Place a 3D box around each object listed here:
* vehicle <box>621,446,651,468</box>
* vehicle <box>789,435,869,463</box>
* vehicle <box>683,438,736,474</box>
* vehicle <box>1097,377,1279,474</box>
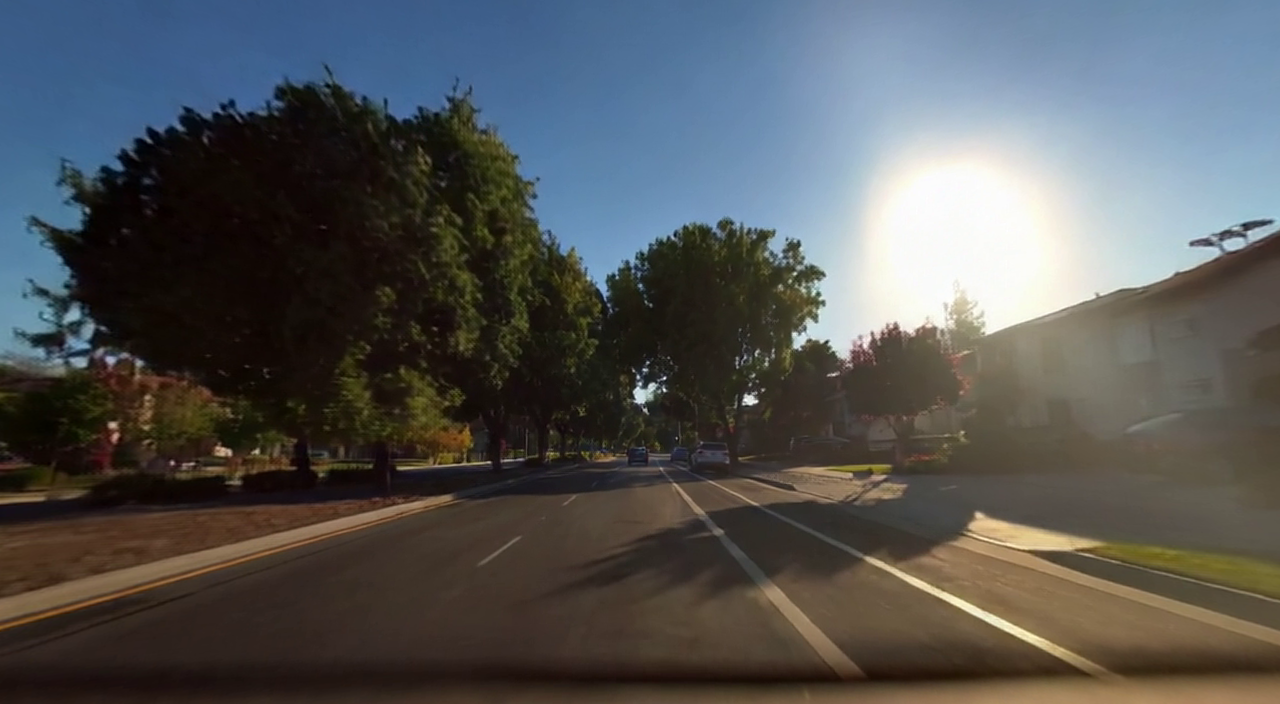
[{"bbox_3d":[-0.245,7.516,45.041,2.054,1.456,4.003,0,-8,0],"label":"vehicle"},{"bbox_3d":[12.823,6.593,42.800,4.694,1.622,2.067,-2,-7,0],"label":"vehicle"},{"bbox_3d":[3.864,5.870,35.718,2.203,1.828,5.336,0,-9,-2],"label":"vehicle"},{"bbox_3d":[13.085,1.614,13.514,4.739,1.918,2.071,0,-9,3],"label":"vehicle"}]
